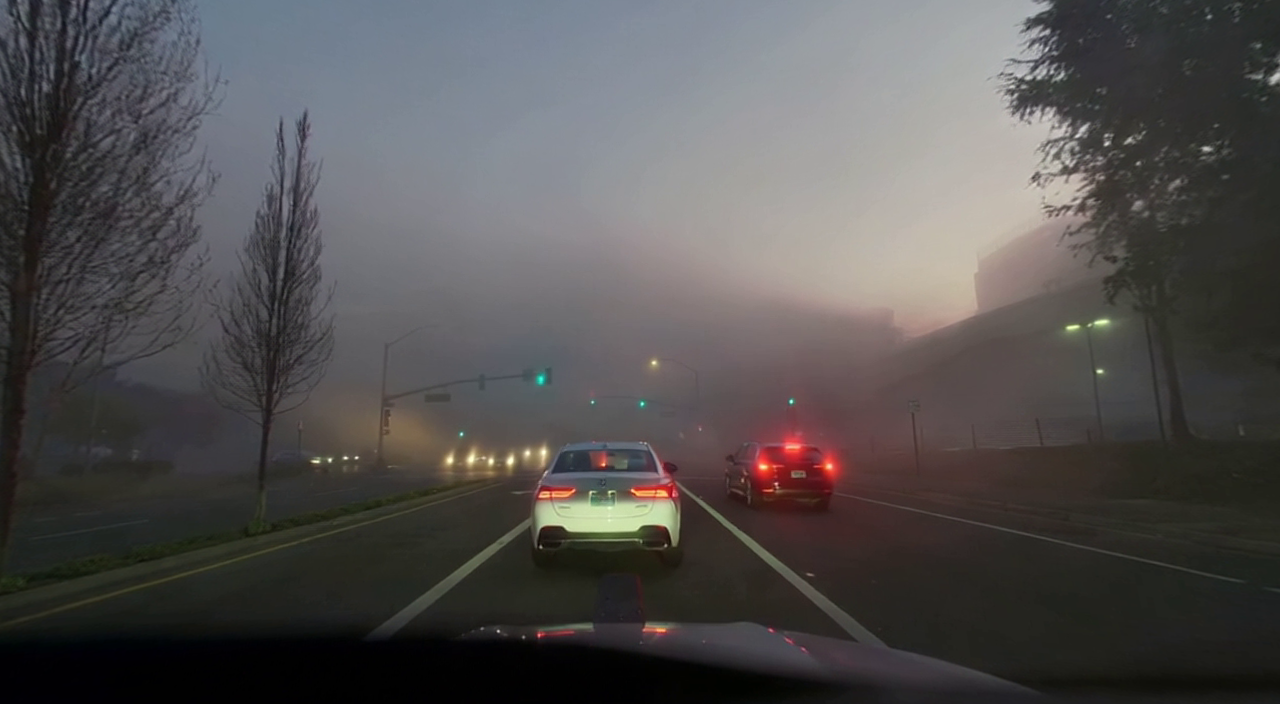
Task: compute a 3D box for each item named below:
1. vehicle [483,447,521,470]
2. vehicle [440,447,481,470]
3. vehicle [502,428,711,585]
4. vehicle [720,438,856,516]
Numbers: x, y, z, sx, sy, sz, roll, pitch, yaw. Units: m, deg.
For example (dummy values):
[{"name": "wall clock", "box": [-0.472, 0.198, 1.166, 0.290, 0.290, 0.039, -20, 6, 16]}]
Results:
[{"name": "vehicle", "box": [-9.391, 7.288, 43.410, 1.824, 1.513, 4.254, 0, -9, -2]}, {"name": "vehicle", "box": [-13.767, 8.185, 48.825, 1.985, 1.689, 4.461, 0, -9, -2]}, {"name": "vehicle", "box": [-0.355, 1.760, 7.944, 2.006, 1.487, 3.535, 0, -9, -1]}, {"name": "vehicle", "box": [3.133, 2.725, 14.333, 1.910, 1.474, 4.263, 0, -9, -2]}]
